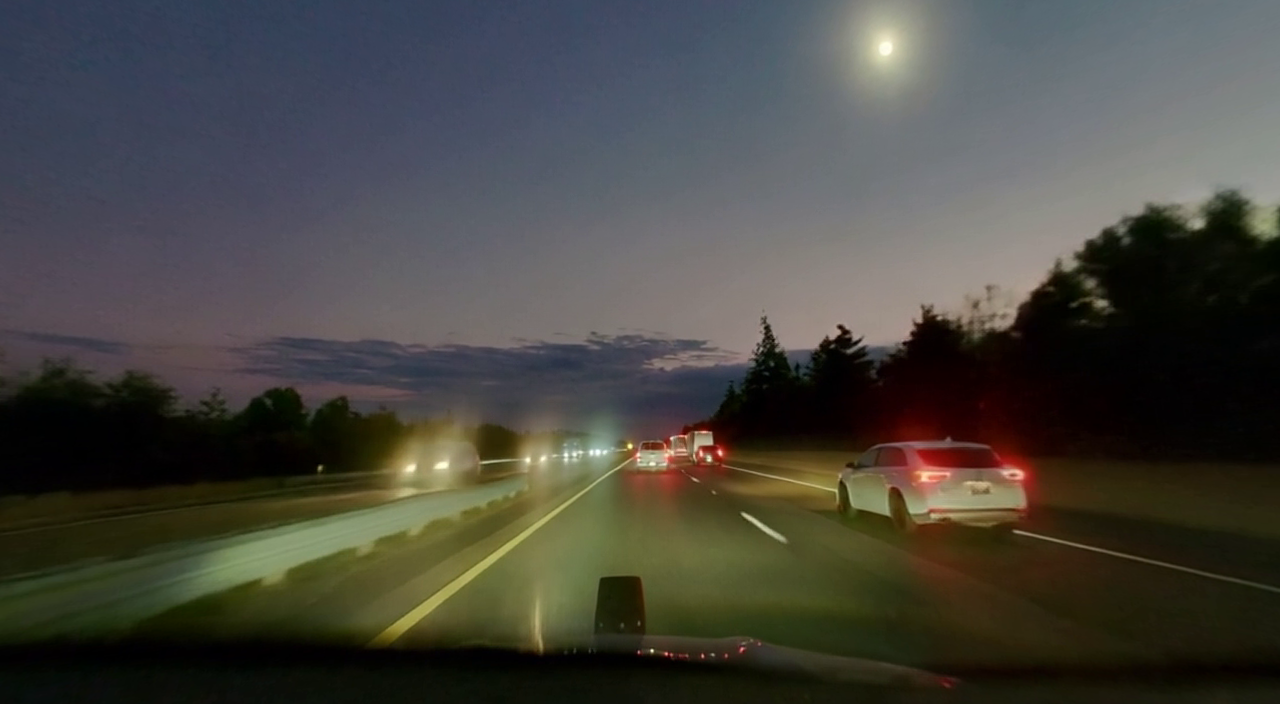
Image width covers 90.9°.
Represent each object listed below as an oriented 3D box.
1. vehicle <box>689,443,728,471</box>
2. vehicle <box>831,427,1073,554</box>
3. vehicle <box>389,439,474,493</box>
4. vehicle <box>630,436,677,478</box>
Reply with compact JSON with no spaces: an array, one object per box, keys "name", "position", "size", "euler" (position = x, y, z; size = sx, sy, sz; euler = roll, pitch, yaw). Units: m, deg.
[{"name":"vehicle","position":[4.347,6.784,40.723],"size":[1.961,1.689,3.971],"euler":[0,-9,-1]},{"name":"vehicle","position":[4.436,1.998,9.675],"size":[1.868,1.566,3.509],"euler":[0,-9,0]},{"name":"vehicle","position":[-8.349,4.600,25.707],"size":[1.951,1.990,4.308],"euler":[0,-9,0]},{"name":"vehicle","position":[0.648,5.203,31.280],"size":[2.143,1.925,4.101],"euler":[0,-9,0]}]
